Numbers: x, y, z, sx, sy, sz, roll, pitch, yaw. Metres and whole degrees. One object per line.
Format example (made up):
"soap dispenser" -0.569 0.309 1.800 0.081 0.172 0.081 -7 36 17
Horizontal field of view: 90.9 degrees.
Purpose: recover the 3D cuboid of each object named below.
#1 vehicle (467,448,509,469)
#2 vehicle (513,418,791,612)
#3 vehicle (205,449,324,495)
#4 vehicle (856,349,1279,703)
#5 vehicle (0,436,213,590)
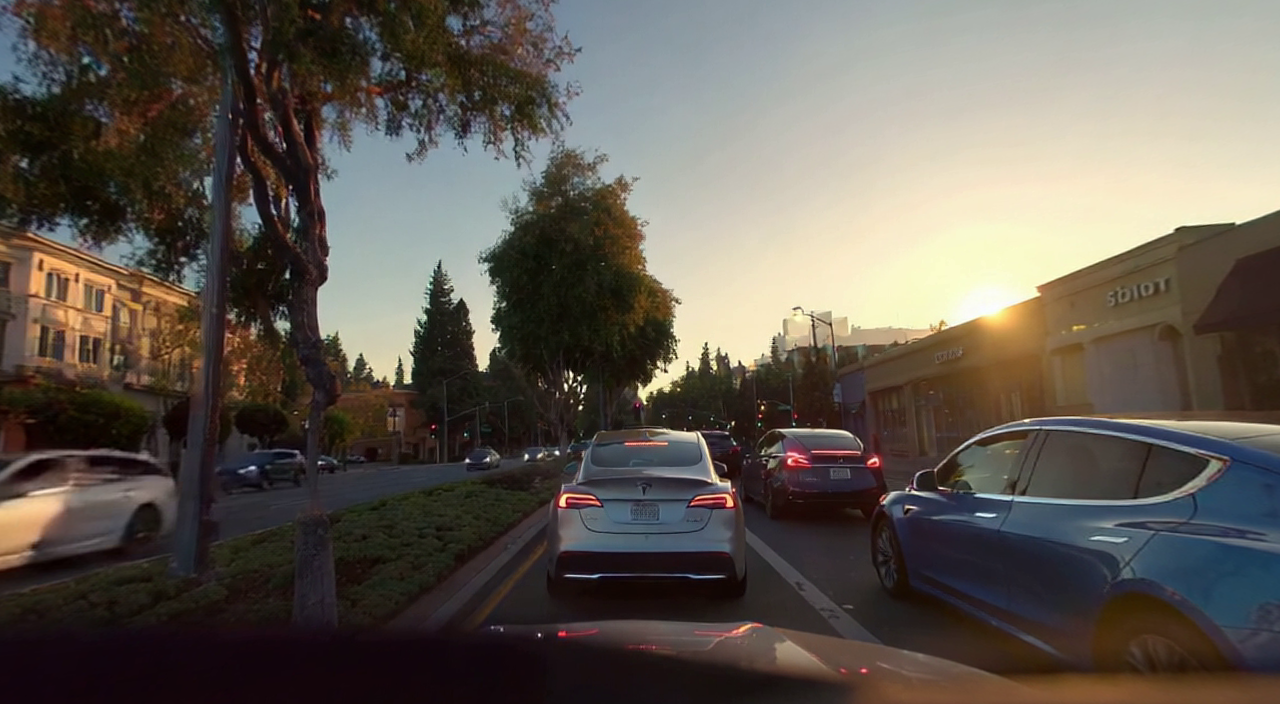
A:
"vehicle" -11.263 7.896 46.920 1.892 1.479 4.355 -1 -8 3
"vehicle" 0.105 1.556 6.912 2.137 1.488 3.938 0 -8 0
"vehicle" -15.012 4.779 25.570 2.005 1.630 4.556 0 -8 0
"vehicle" 3.187 1.095 4.001 2.038 1.651 4.455 0 -8 0
"vehicle" -7.969 1.923 8.018 1.999 1.662 4.291 0 -8 1
